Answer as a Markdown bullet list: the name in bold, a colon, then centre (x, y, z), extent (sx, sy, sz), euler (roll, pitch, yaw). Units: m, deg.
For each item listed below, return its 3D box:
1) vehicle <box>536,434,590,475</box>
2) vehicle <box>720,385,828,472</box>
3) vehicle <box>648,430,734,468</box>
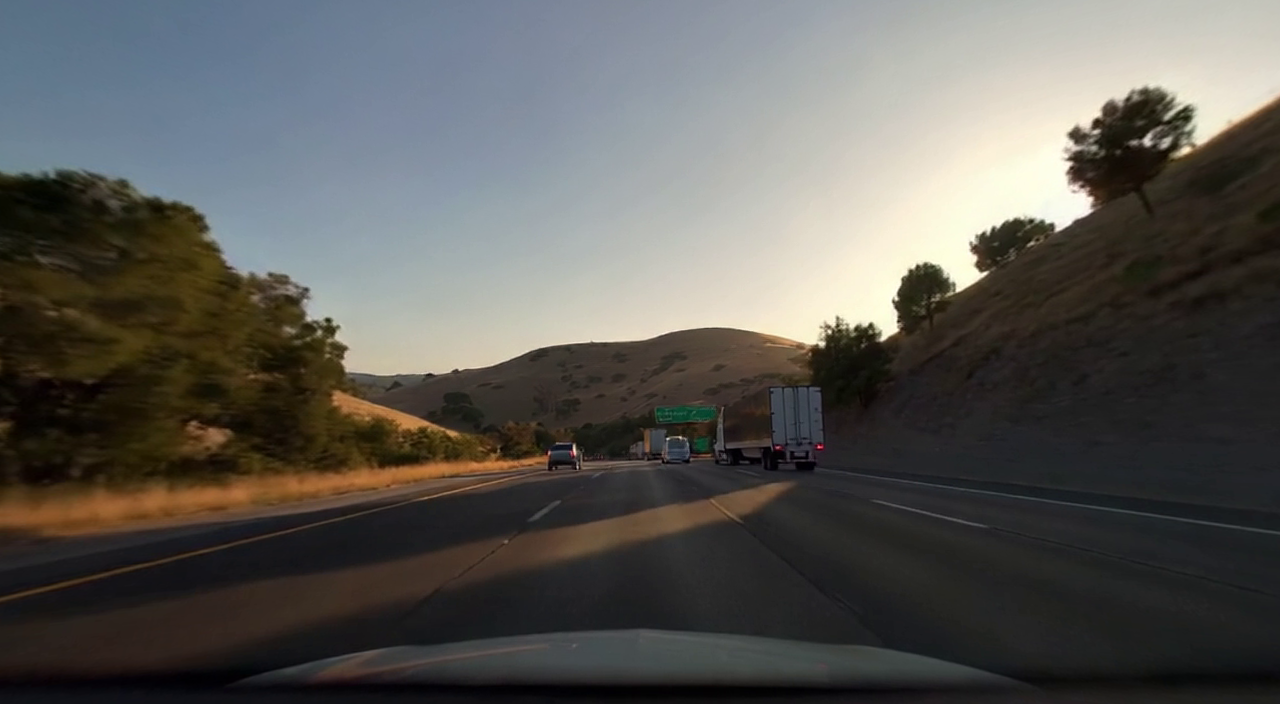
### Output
- **vehicle**: centre (-3.950, 5.373, 33.297), extent (2.193, 1.977, 4.759), euler (0, -9, 0)
- **vehicle**: centre (7.524, 4.948, 38.893), extent (2.935, 4.187, 16.357), euler (0, -9, -1)
- **vehicle**: centre (3.126, 6.055, 39.507), extent (5.075, 2.277, 2.365), euler (0, -9, -2)
